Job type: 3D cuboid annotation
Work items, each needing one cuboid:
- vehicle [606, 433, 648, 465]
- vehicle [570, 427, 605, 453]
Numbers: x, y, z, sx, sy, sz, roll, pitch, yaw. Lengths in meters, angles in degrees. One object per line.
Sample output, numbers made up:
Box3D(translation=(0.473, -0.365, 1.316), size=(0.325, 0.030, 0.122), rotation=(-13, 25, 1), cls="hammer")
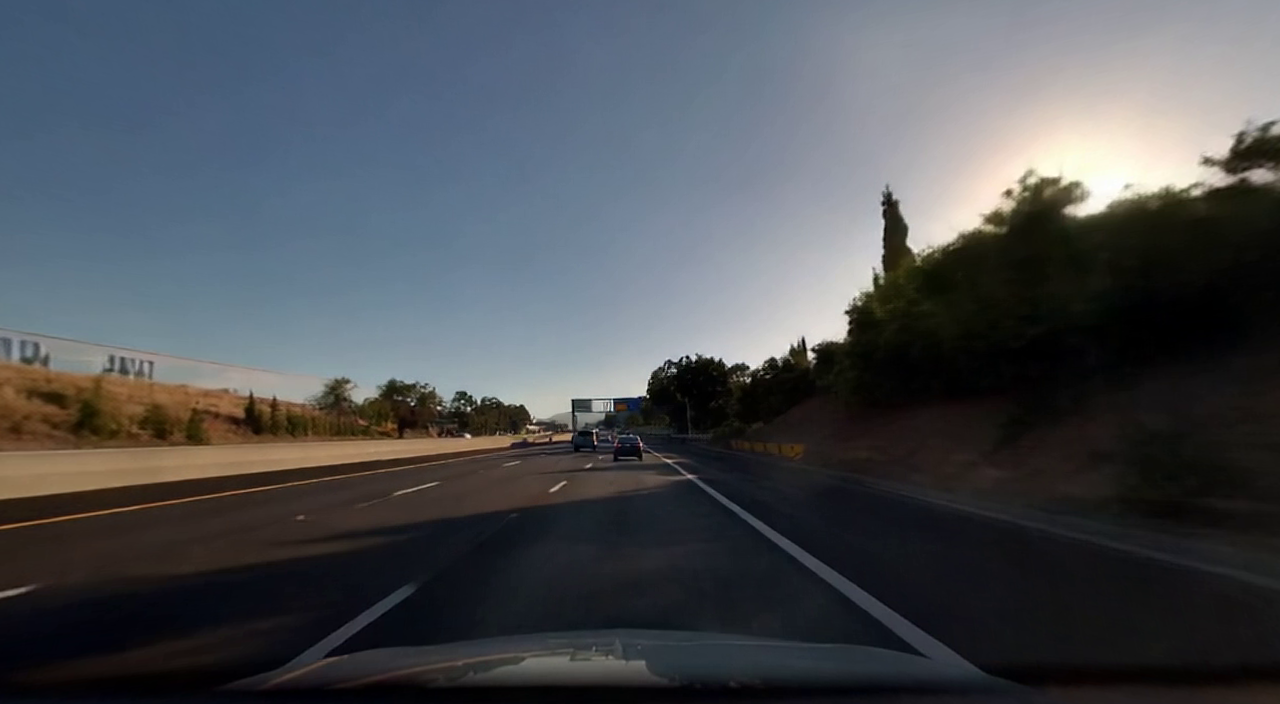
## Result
Box3D(translation=(-0.660, 4.786, 31.383), size=(1.948, 1.470, 3.913), rotation=(0, -8, -2), cls="vehicle")
Box3D(translation=(-4.085, 6.950, 49.560), size=(2.251, 1.938, 4.708), rotation=(0, -8, 1), cls="vehicle")
